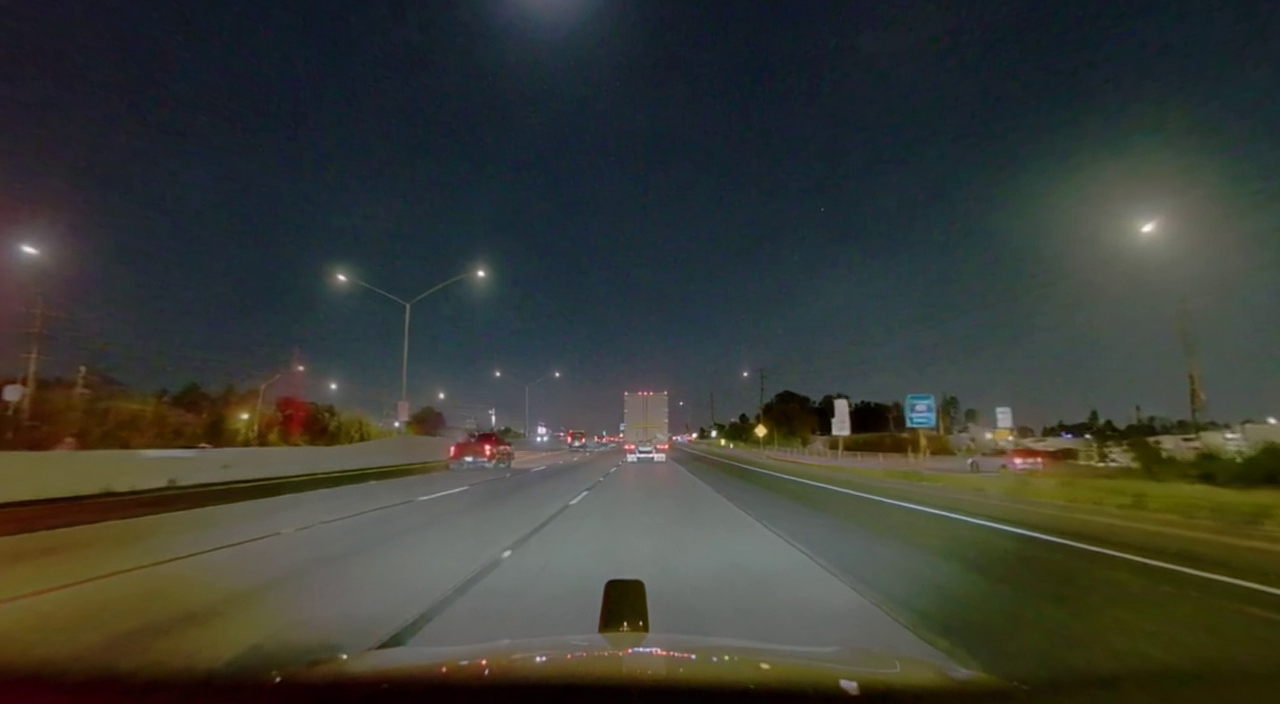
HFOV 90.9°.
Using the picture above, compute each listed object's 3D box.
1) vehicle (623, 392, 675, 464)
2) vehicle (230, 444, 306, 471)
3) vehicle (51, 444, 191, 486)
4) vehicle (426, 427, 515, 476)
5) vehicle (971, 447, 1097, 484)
[{"bbox_3d":[0.726,5.060,40.981,2.879,4.027,11.243,-1,-8,2],"label":"vehicle"},{"bbox_3d":[-21.498,6.078,36.640,1.810,1.460,4.034,-1,-8,1],"label":"vehicle"},{"bbox_3d":[-19.707,4.280,24.202,2.010,1.450,3.821,0,-8,2],"label":"vehicle"},{"bbox_3d":[-6.941,4.169,26.566,2.197,1.847,5.364,0,-8,1],"label":"vehicle"},{"bbox_3d":[17.829,5.140,28.855,1.757,1.437,4.897,5,-10,-16],"label":"vehicle"}]
